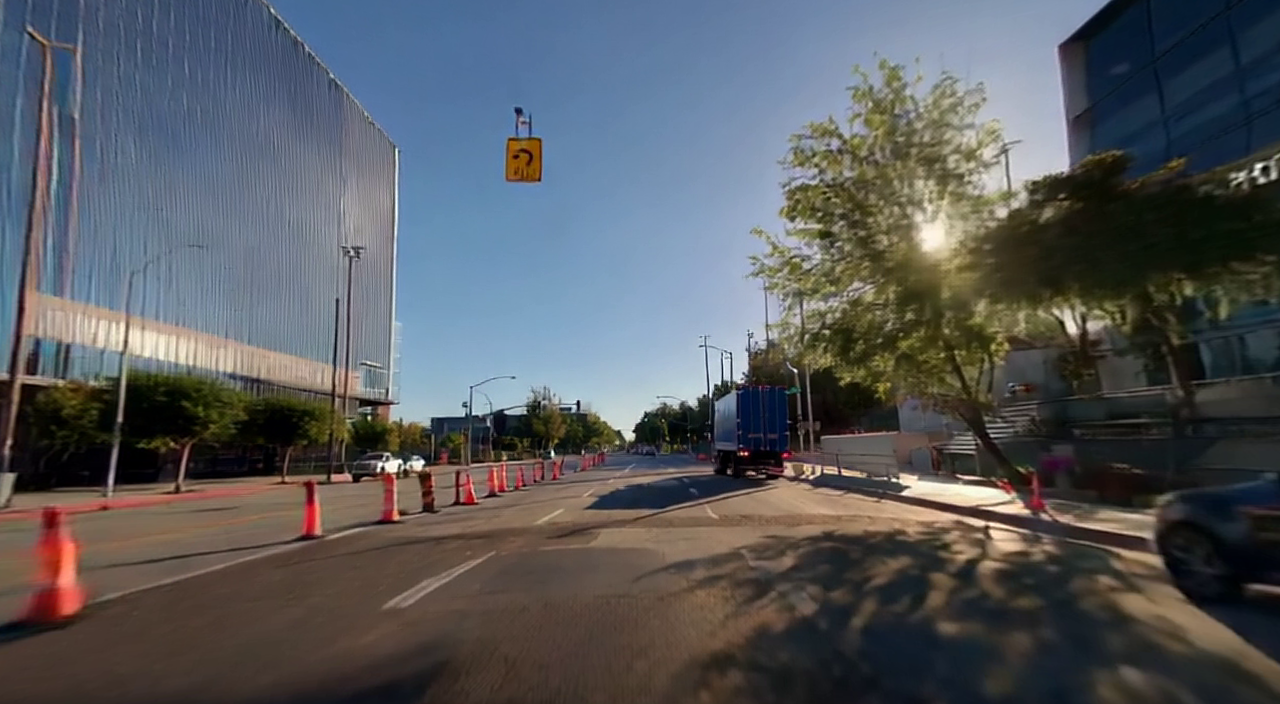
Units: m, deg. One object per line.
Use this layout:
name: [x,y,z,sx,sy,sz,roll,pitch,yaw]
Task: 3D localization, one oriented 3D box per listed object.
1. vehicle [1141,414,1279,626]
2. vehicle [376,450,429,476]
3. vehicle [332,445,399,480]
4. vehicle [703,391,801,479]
vehicle: [6.035,1.154,3.914,2.098,1.619,4.433,0,-9,-2]
vehicle: [-16.795,7.834,44.858,1.925,1.665,4.893,0,-9,-1]
vehicle: [-16.801,6.767,39.005,1.937,1.984,4.928,0,-9,0]
vehicle: [5.470,4.440,33.140,3.176,3.913,9.805,0,-9,-1]
